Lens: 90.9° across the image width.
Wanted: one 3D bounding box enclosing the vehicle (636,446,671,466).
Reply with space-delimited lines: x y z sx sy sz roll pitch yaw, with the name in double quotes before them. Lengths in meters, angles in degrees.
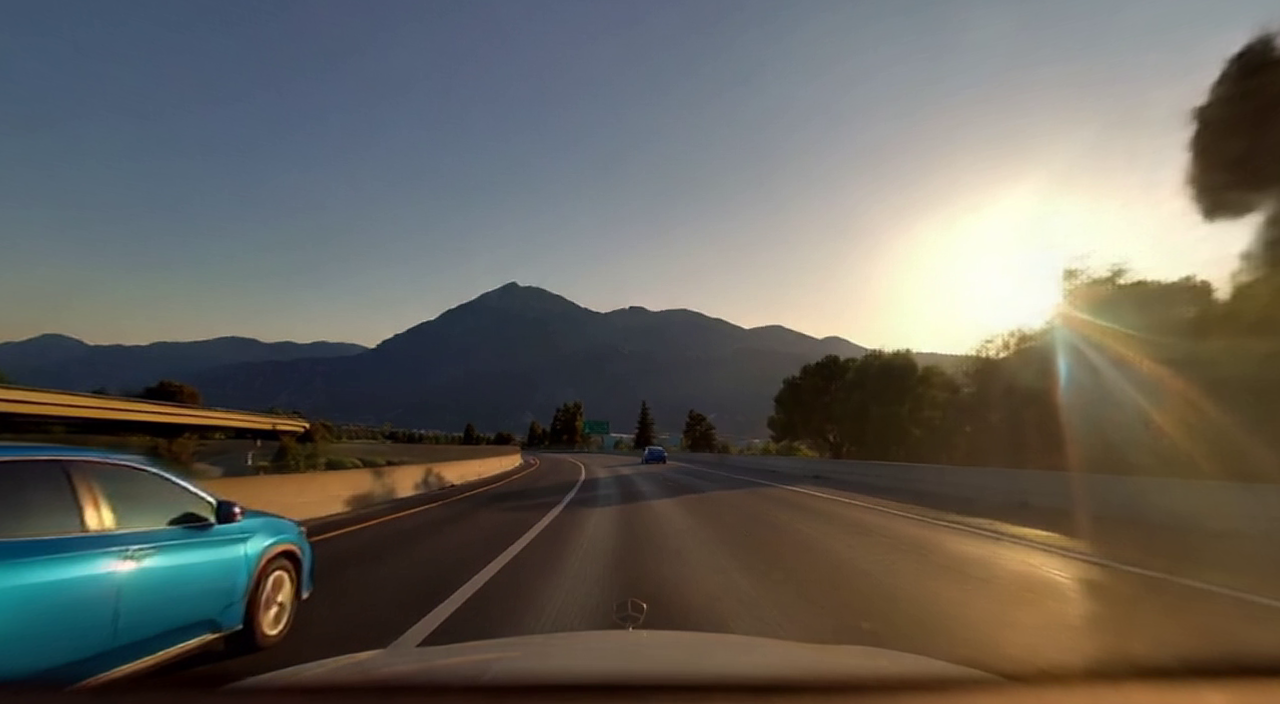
"vehicle" 0.973 8.131 49.463 1.985 1.440 4.466 1 -9 -9
